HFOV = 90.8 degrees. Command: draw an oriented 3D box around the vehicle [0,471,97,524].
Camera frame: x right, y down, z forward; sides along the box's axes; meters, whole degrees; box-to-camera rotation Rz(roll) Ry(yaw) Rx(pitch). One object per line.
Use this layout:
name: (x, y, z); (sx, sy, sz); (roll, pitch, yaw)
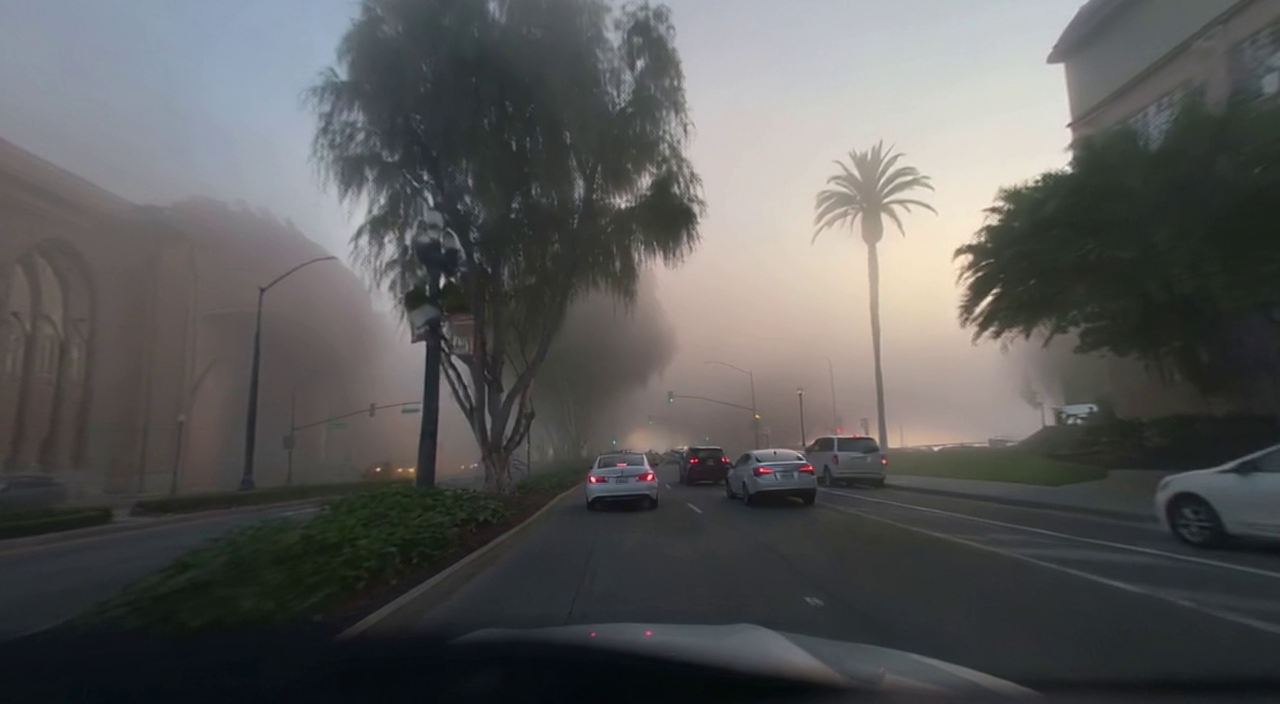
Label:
vehicle: (-20.560, 4.701, 20.537); (1.935, 1.479, 4.453); (0, -9, -3)

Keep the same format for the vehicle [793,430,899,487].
vehicle: (7.855, 4.090, 24.759); (2.200, 1.933, 5.123); (-1, -8, -3)

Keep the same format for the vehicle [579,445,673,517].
vehicle: (-0.336, 3.106, 15.729); (2.050, 1.521, 3.747); (-1, -9, -1)

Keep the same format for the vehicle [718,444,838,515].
vehicle: (3.201, 3.050, 15.597); (1.833, 1.465, 4.258); (0, -9, -2)

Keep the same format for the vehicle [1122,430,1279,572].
vehicle: (8.144, 1.588, 6.653); (1.970, 1.559, 4.911); (0, -8, -5)

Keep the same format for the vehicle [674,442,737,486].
vehicle: (3.083, 5.531, 31.681); (2.127, 1.854, 7.971); (-1, -9, -1)
